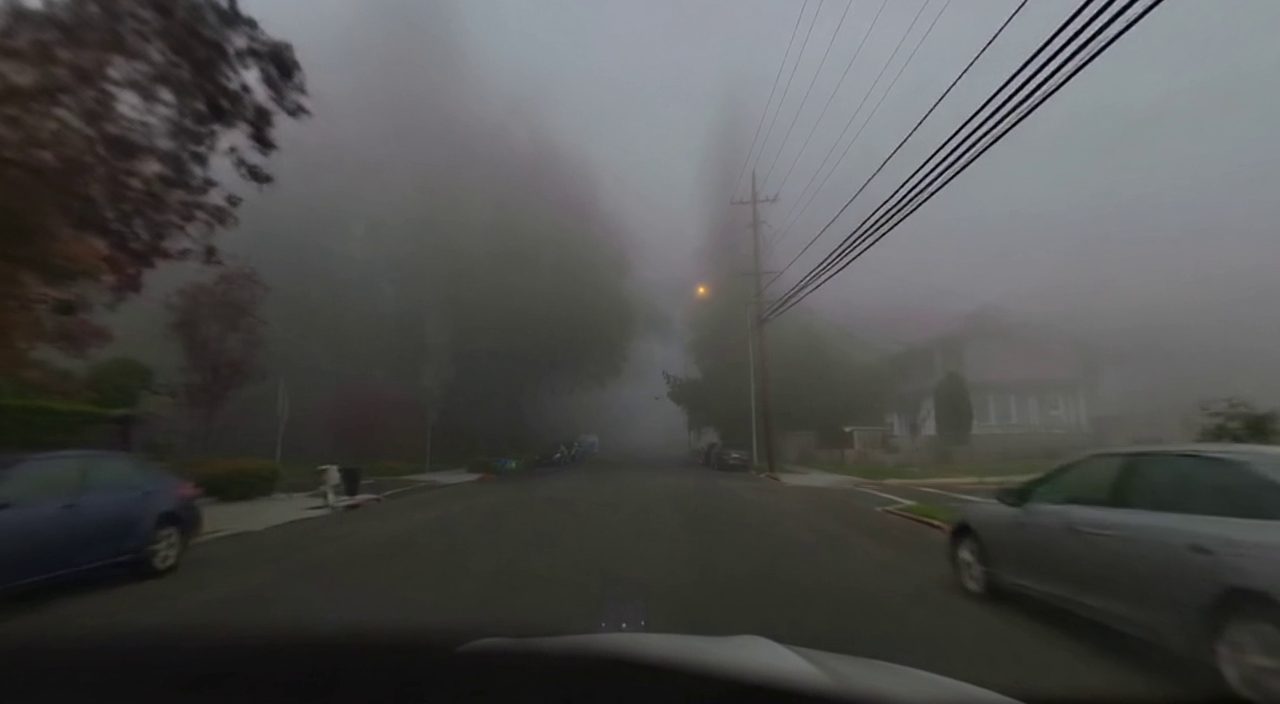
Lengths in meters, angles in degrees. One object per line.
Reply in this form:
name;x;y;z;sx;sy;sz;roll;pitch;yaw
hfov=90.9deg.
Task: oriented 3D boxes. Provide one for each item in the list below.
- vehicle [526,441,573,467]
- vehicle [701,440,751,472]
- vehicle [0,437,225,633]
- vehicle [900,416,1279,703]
vehicle;-5.634;6.429;39.910;2.231;1.492;4.727;0;-8;1
vehicle;4.169;5.095;31.121;1.851;1.438;4.177;0;-8;0
vehicle;-5.909;1.477;5.263;1.896;1.473;4.492;1;-7;-1
vehicle;3.842;1.236;4.164;2.037;1.484;4.871;0;-8;-2
